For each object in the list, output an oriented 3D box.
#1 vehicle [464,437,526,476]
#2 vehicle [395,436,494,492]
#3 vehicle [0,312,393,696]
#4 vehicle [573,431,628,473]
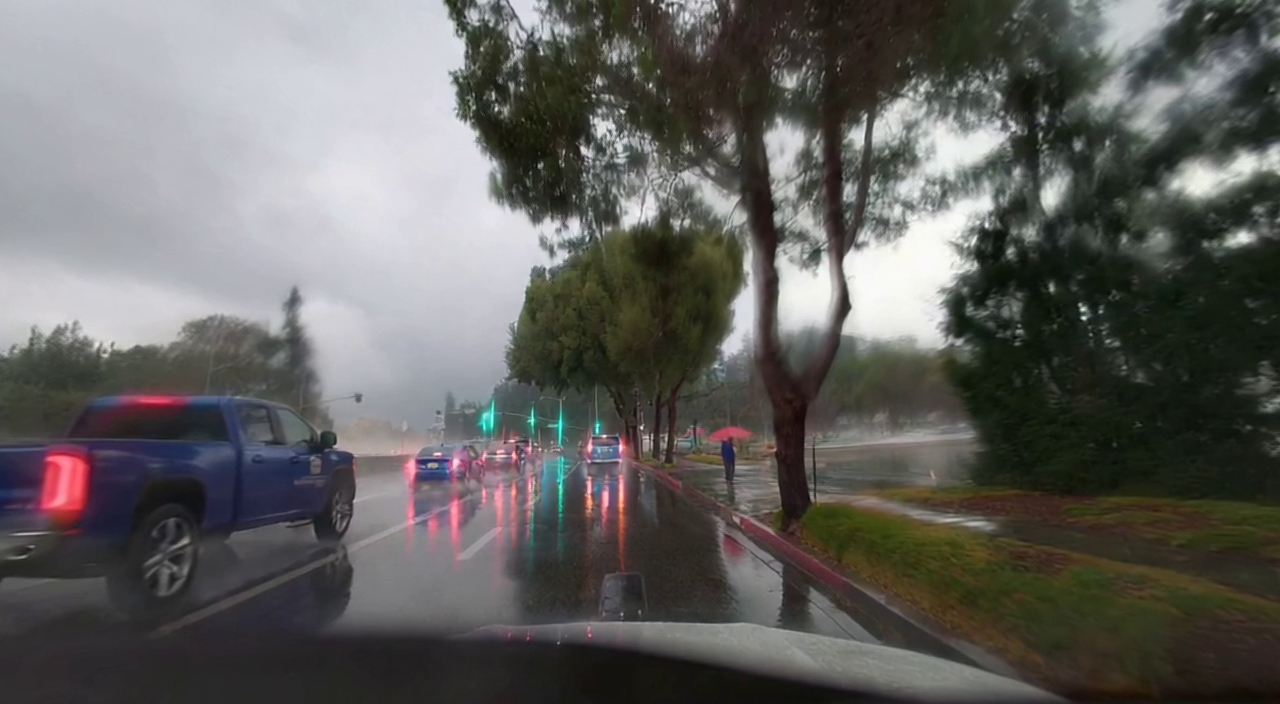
[{"bbox_3d":[-6.655,4.834,29.435,2.010,1.674,4.484,0,-9,-3],"label":"vehicle"},{"bbox_3d":[-6.193,3.595,20.577,2.069,1.616,4.108,0,-9,-3],"label":"vehicle"},{"bbox_3d":[-5.104,1.275,6.361,2.860,2.090,6.593,0,-9,-3],"label":"vehicle"},{"bbox_3d":[-1.885,4.690,29.756,2.368,1.829,4.293,0,-9,-4],"label":"vehicle"}]
